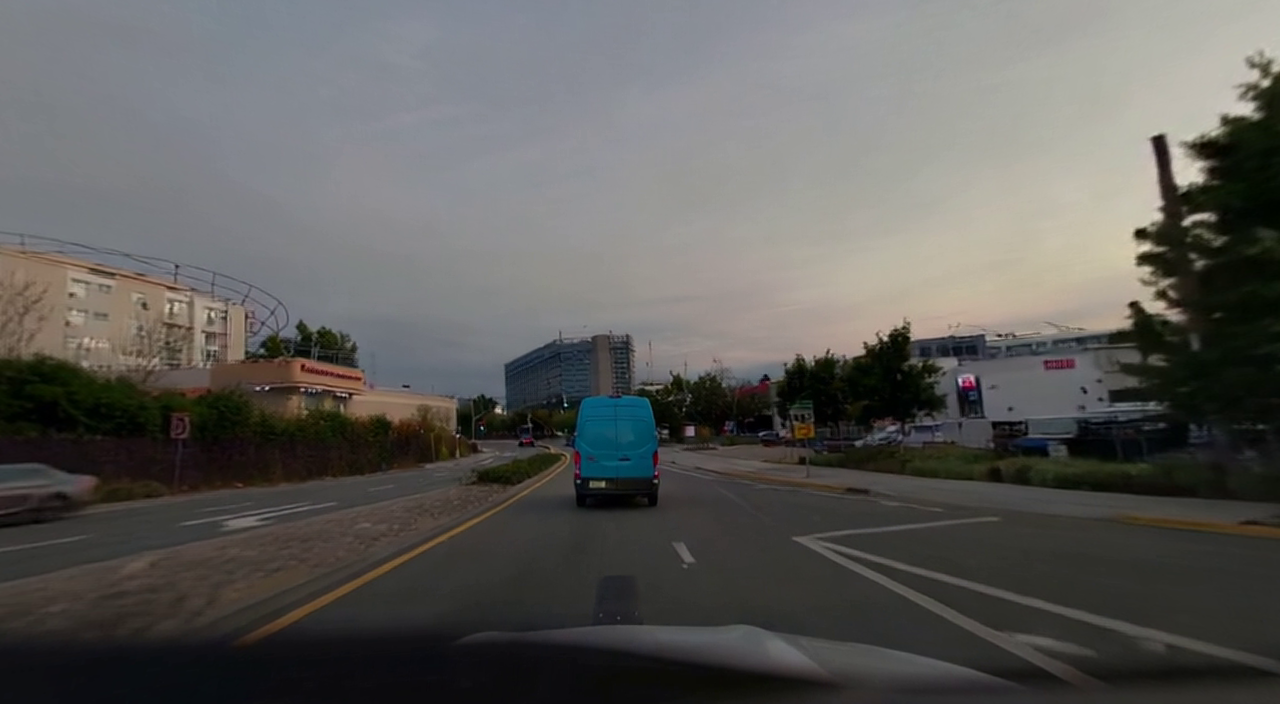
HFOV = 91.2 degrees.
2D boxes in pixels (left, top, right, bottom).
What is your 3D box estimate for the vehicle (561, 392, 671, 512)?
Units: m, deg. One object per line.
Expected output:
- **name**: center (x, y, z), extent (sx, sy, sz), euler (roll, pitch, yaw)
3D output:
- **vehicle**: center (-0.833, 2.626, 16.782), extent (2.432, 2.624, 5.670), euler (1, -9, -6)
